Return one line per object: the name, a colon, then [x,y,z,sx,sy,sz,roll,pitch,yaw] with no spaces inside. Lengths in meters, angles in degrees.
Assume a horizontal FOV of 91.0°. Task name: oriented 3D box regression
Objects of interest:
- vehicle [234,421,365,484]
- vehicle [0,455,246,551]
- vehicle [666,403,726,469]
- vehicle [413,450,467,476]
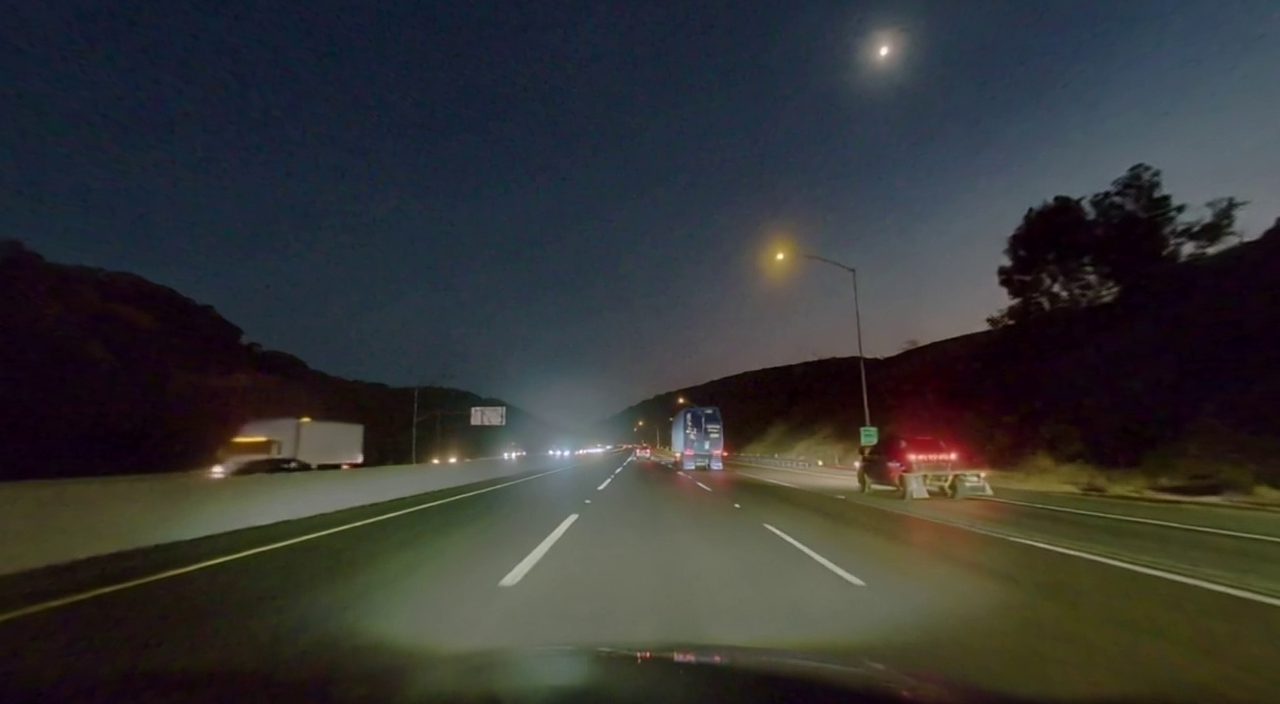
vehicle: [-21.546,6.493,40.771,2.969,3.586,9.558,0,-9,1]
vehicle: [-10.360,2.829,12.585,1.933,1.504,4.606,0,-9,1]
vehicle: [3.880,6.547,47.937,3.028,4.181,15.972,0,-9,0]
vehicle: [-13.814,7.683,43.885,2.171,1.691,4.552,0,-9,1]
